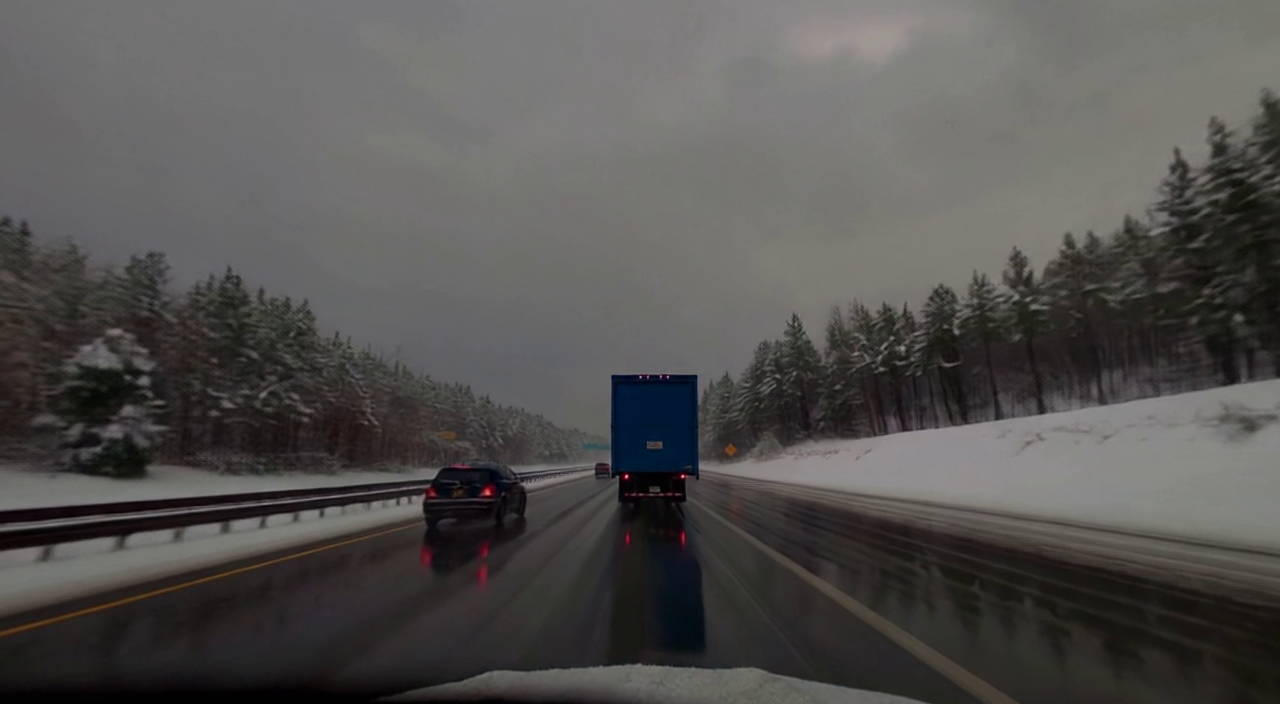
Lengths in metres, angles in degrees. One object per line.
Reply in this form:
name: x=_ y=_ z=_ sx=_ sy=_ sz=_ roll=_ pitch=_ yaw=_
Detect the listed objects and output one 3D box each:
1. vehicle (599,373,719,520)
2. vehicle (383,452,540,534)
vehicle: x=0.514 y=3.238 z=20.800 sx=3.008 sy=3.678 sz=9.512 roll=1 pitch=-10 yaw=0
vehicle: x=-3.782 y=3.135 z=14.446 sx=2.079 sy=1.506 sz=4.821 roll=0 pitch=-10 yaw=1
